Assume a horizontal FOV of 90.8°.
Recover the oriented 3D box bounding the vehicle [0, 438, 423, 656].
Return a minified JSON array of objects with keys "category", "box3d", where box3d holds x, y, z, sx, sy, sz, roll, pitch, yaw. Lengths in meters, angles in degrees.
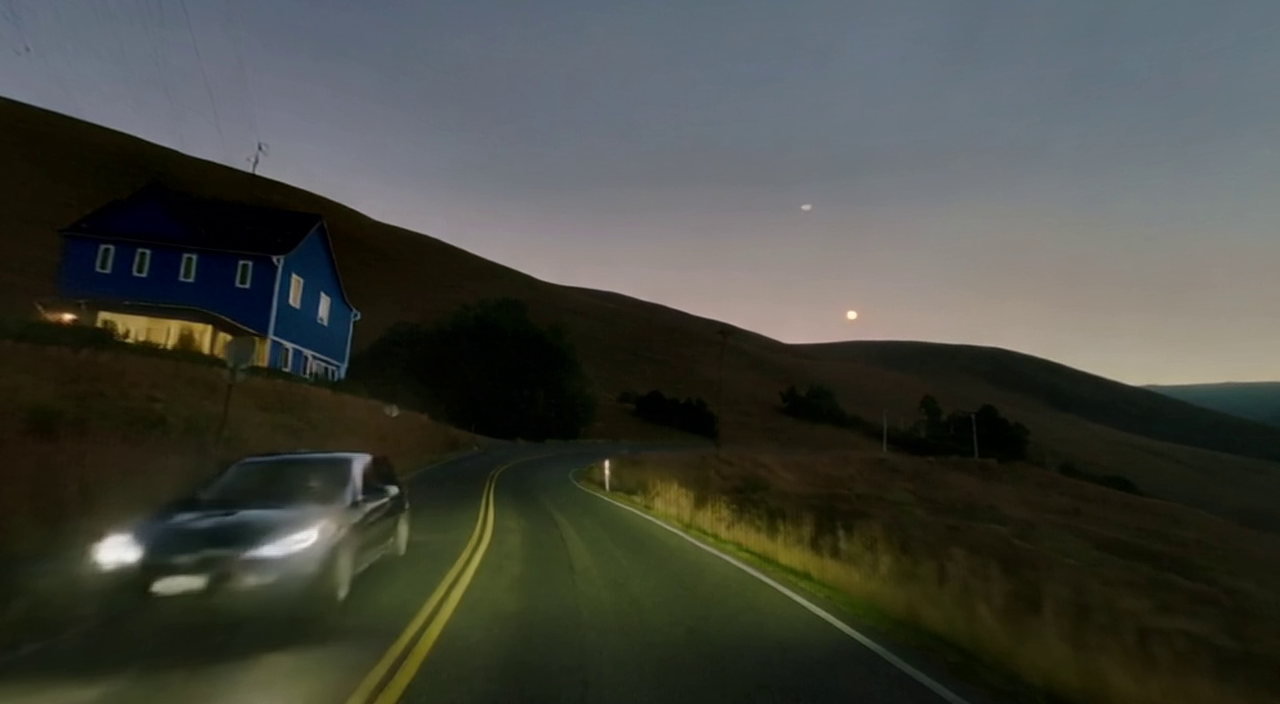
[{"category":"vehicle","box3d":[-3.790,1.662,6.534,2.063,1.485,3.997,1,-8,-6]}]
